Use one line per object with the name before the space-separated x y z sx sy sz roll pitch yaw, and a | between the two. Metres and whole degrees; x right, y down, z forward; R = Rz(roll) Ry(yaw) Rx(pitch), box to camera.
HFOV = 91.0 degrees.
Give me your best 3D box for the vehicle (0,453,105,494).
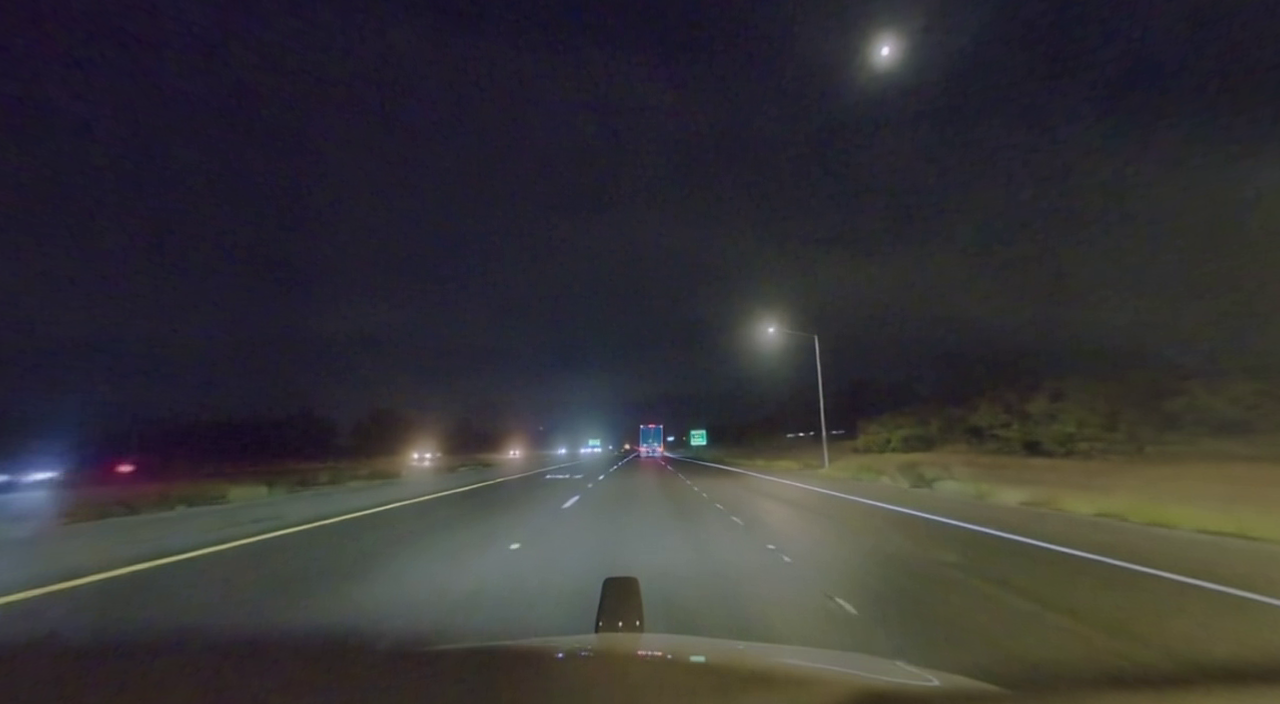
vehicle | -25.715 5.062 26.622 1.921 1.521 4.706 0 -9 1
